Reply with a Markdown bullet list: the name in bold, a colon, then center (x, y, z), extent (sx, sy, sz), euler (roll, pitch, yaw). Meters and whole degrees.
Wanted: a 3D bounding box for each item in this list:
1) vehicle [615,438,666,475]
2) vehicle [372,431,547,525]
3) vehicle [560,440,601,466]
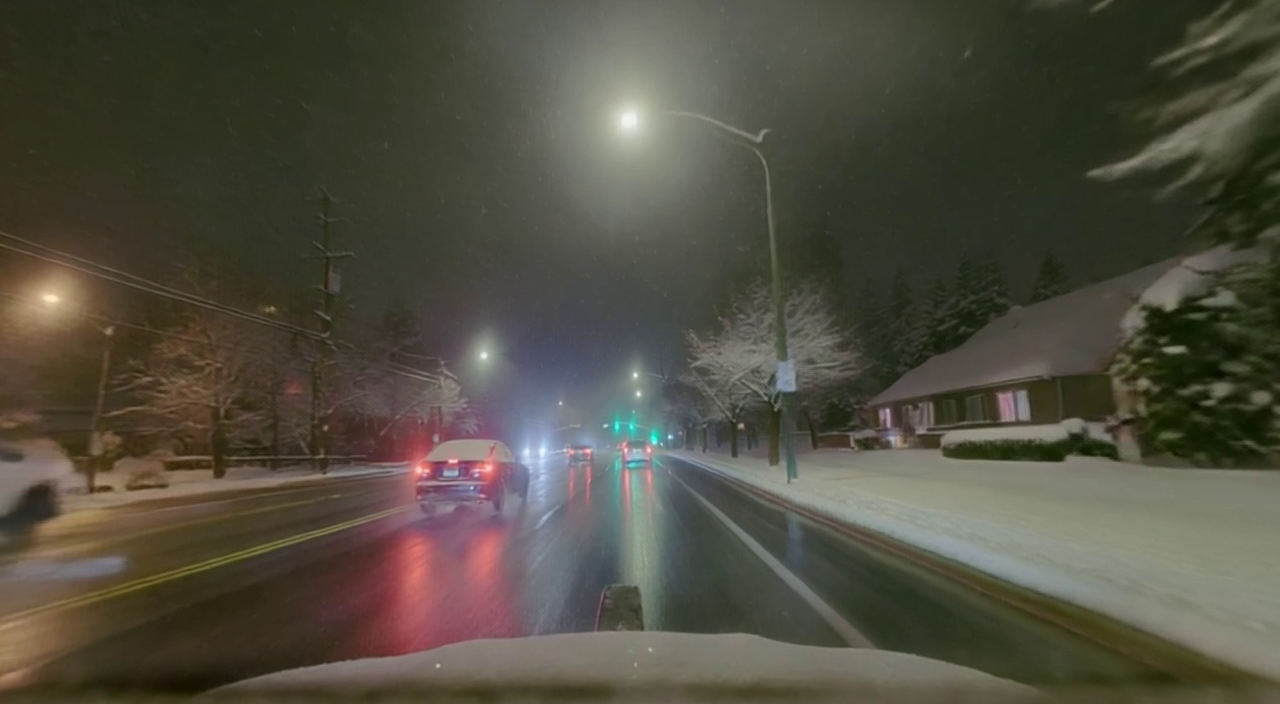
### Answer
- **vehicle**: center (-0.008, 4.529, 27.506), extent (2.065, 1.456, 4.099), euler (0, -8, -1)
- **vehicle**: center (-3.160, 2.303, 12.120), extent (2.030, 1.467, 4.403), euler (0, -8, 0)
- **vehicle**: center (-3.609, 6.196, 38.709), extent (2.114, 1.500, 3.912), euler (0, -8, 1)
